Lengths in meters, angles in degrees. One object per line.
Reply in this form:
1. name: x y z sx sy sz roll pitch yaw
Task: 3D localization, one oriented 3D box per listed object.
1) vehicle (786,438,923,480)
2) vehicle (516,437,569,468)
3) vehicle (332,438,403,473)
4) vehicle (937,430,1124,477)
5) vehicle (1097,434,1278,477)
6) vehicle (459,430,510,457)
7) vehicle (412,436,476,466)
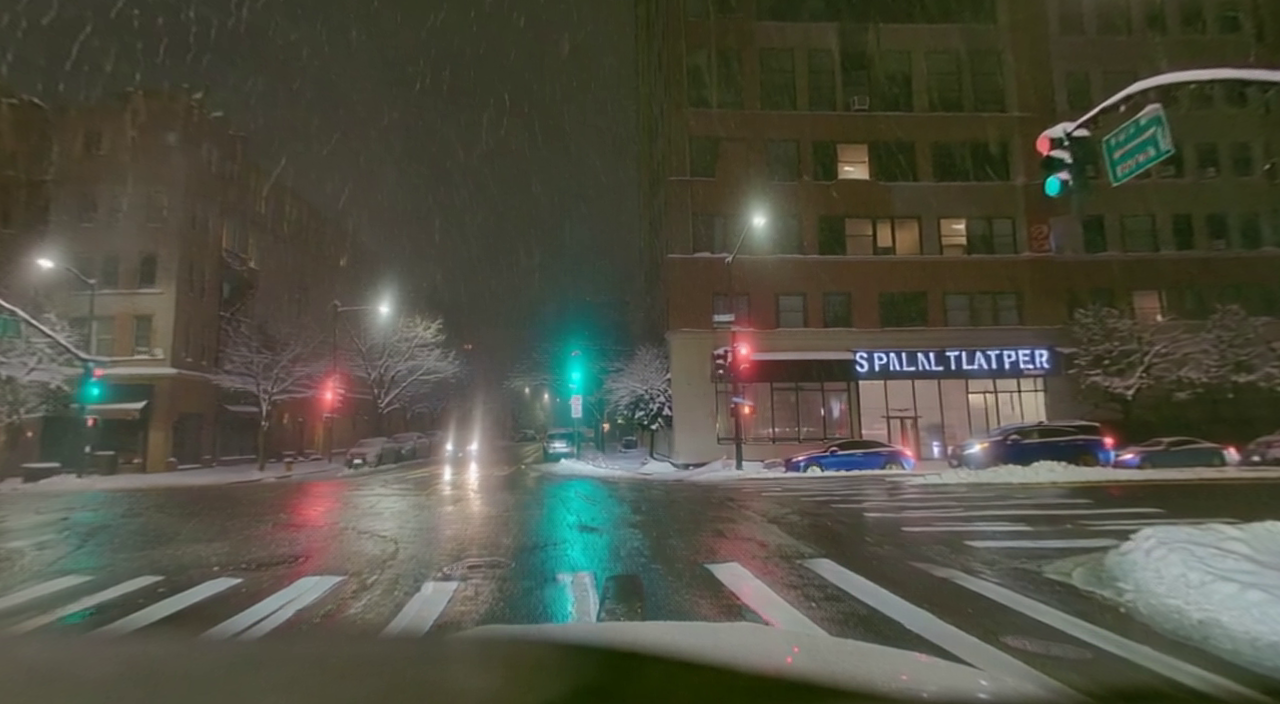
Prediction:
1. vehicle: 7.851 3.955 23.450 4.426 1.446 1.795 0 -9 0
2. vehicle: -5.014 5.230 33.004 1.892 1.481 4.365 -1 -9 2
3. vehicle: -14.948 5.636 34.861 1.933 1.461 4.393 -4 -6 0
4. vehicle: 14.203 3.723 23.244 5.420 1.609 2.063 0 -9 1
5. vehicle: 19.772 3.758 22.964 4.782 1.455 1.936 0 -9 -2
6. vehicle: -10.602 6.272 43.390 2.181 1.723 4.692 -1 -9 2
7. vehicle: -10.370 5.278 33.820 2.119 1.485 4.472 0 -9 -2
